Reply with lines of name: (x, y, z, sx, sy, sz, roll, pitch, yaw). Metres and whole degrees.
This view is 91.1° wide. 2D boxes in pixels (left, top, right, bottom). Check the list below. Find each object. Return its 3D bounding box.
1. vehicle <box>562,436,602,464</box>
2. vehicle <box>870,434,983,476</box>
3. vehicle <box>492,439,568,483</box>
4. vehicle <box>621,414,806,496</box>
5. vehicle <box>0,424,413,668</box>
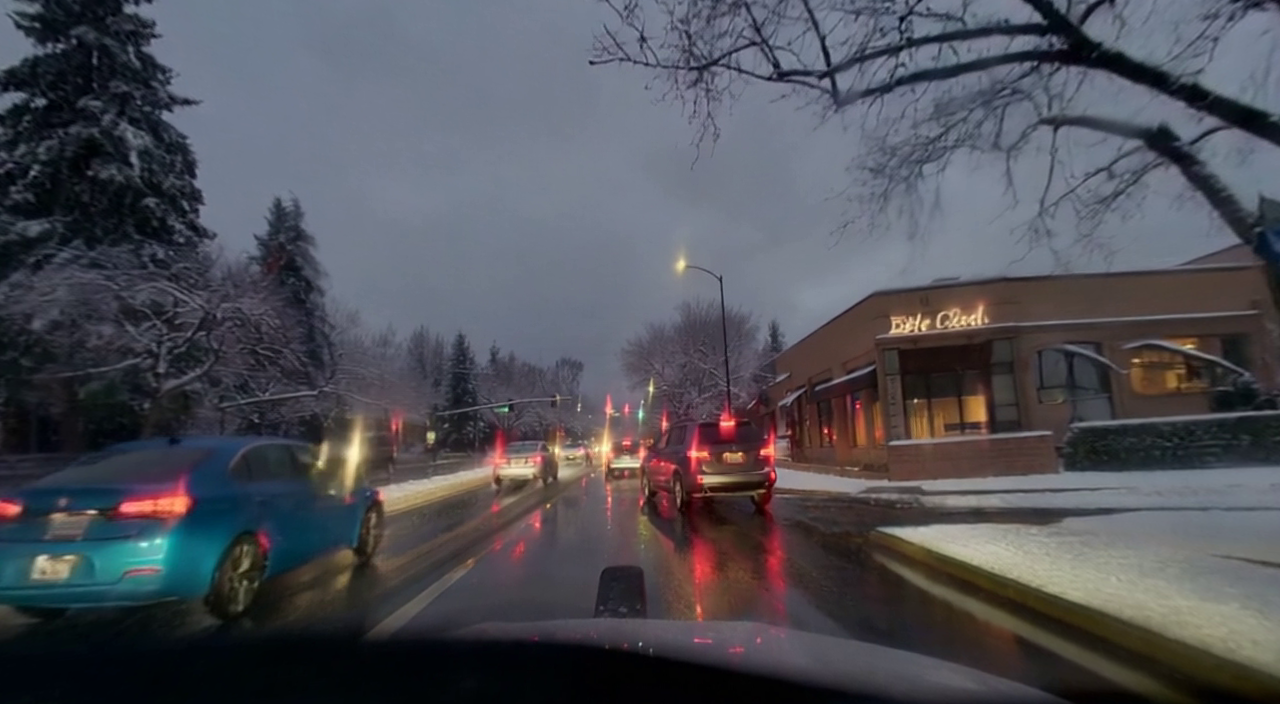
vehicle: (-3.619, 6.245, 40.013, 2.053, 1.652, 3.873, 0, -8, 2)
vehicle: (12.312, 4.460, 27.129, 3.871, 1.525, 1.835, -3, -9, 0)
vehicle: (-3.925, 3.968, 23.115, 2.042, 1.470, 4.123, 0, -8, 0)
vehicle: (1.956, 2.811, 17.416, 4.642, 1.955, 2.052, -6, -10, 35)
vehicle: (-4.032, 1.499, 6.030, 2.026, 1.466, 4.282, 0, -8, 1)
